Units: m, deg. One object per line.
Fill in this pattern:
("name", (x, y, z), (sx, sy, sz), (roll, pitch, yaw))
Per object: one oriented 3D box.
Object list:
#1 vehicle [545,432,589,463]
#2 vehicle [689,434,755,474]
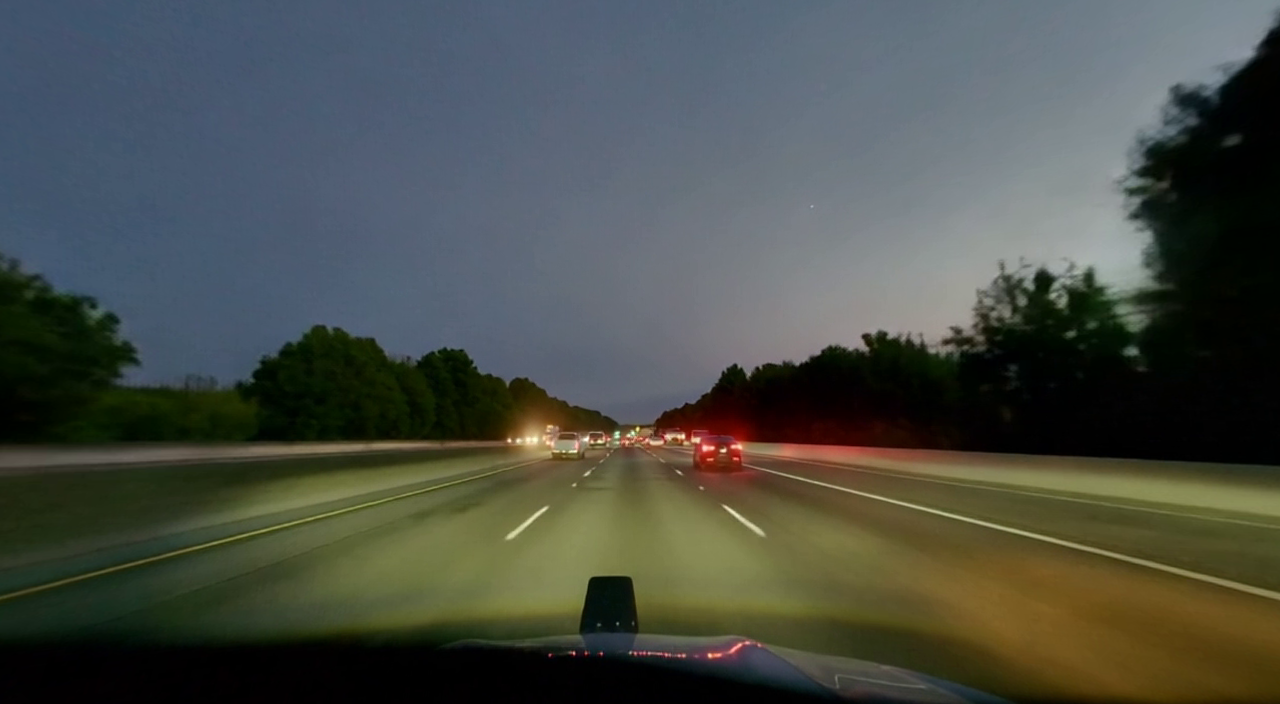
("vehicle", (-4.017, 5.350, 35.485), (2.011, 1.614, 4.808), (0, -8, -1))
("vehicle", (3.179, 4.045, 25.315), (1.990, 1.480, 3.865), (0, -8, -2))
